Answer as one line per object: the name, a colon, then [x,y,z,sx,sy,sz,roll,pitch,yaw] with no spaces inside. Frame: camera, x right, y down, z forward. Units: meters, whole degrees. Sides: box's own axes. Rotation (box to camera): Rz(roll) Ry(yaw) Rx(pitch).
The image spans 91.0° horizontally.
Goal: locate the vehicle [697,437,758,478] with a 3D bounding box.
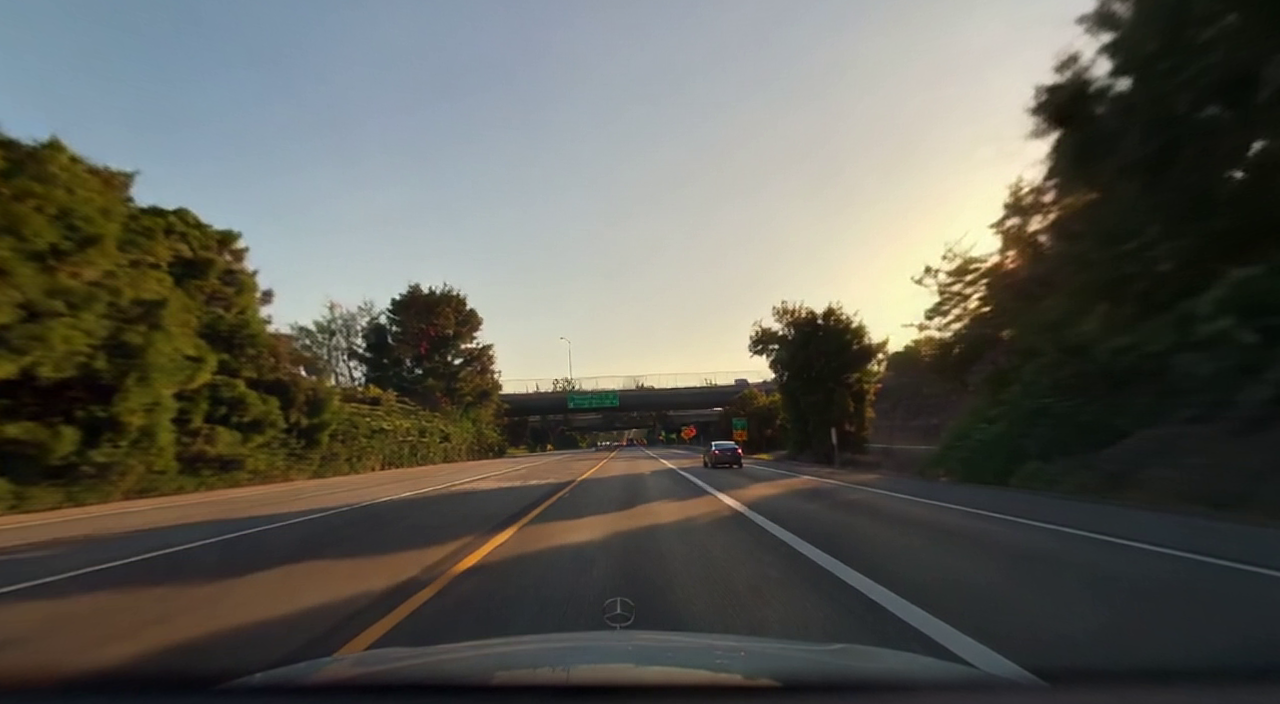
vehicle: [3.376,4.118,24.885,1.781,1.470,3.540,0,-8,-2]
